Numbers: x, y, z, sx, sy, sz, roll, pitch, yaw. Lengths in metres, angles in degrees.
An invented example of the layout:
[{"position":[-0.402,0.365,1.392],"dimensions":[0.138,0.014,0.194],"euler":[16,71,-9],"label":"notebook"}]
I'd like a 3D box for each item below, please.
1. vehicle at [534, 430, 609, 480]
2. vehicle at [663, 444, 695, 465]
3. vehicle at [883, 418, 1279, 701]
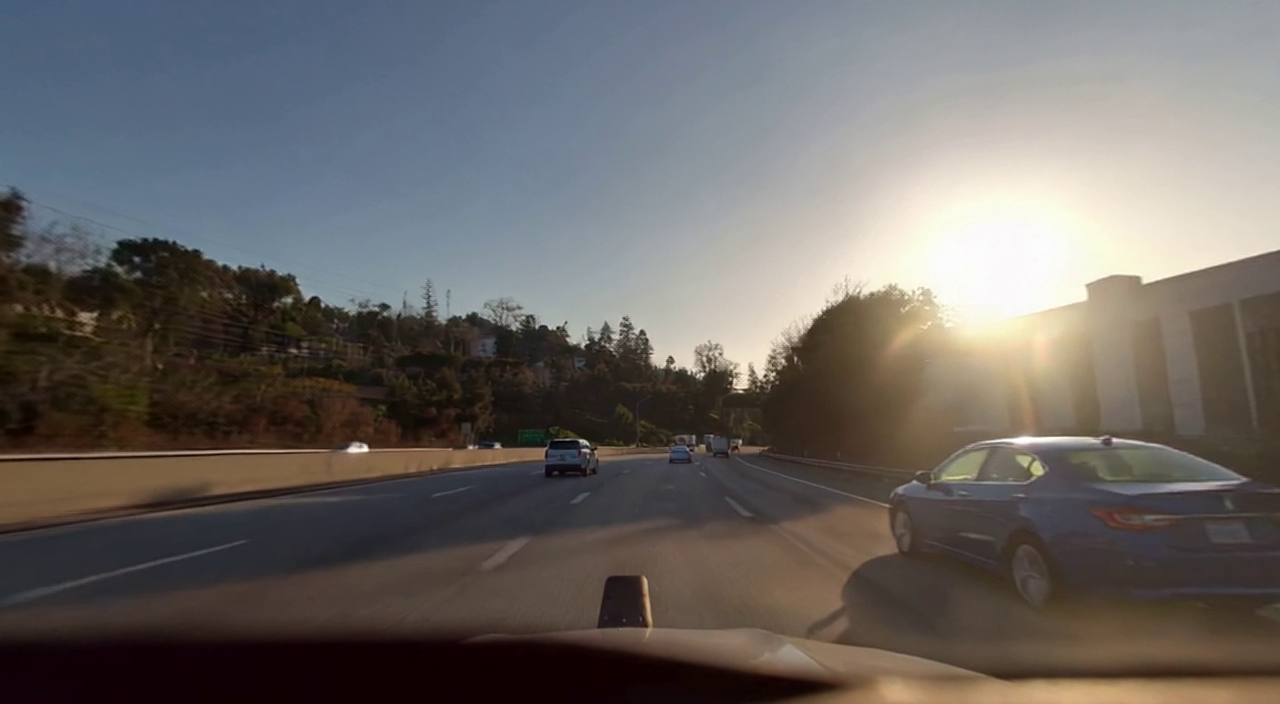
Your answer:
[{"position":[-2.634,4.147,25.556],"dimensions":[2.185,1.823,4.854],"euler":[0,-9,4],"label":"vehicle"},{"position":[2.814,7.224,44.603],"dimensions":[2.158,1.458,3.656],"euler":[-1,-9,5],"label":"vehicle"},{"position":[4.151,1.453,5.675],"dimensions":[2.131,1.497,4.456],"euler":[0,-9,0],"label":"vehicle"}]
